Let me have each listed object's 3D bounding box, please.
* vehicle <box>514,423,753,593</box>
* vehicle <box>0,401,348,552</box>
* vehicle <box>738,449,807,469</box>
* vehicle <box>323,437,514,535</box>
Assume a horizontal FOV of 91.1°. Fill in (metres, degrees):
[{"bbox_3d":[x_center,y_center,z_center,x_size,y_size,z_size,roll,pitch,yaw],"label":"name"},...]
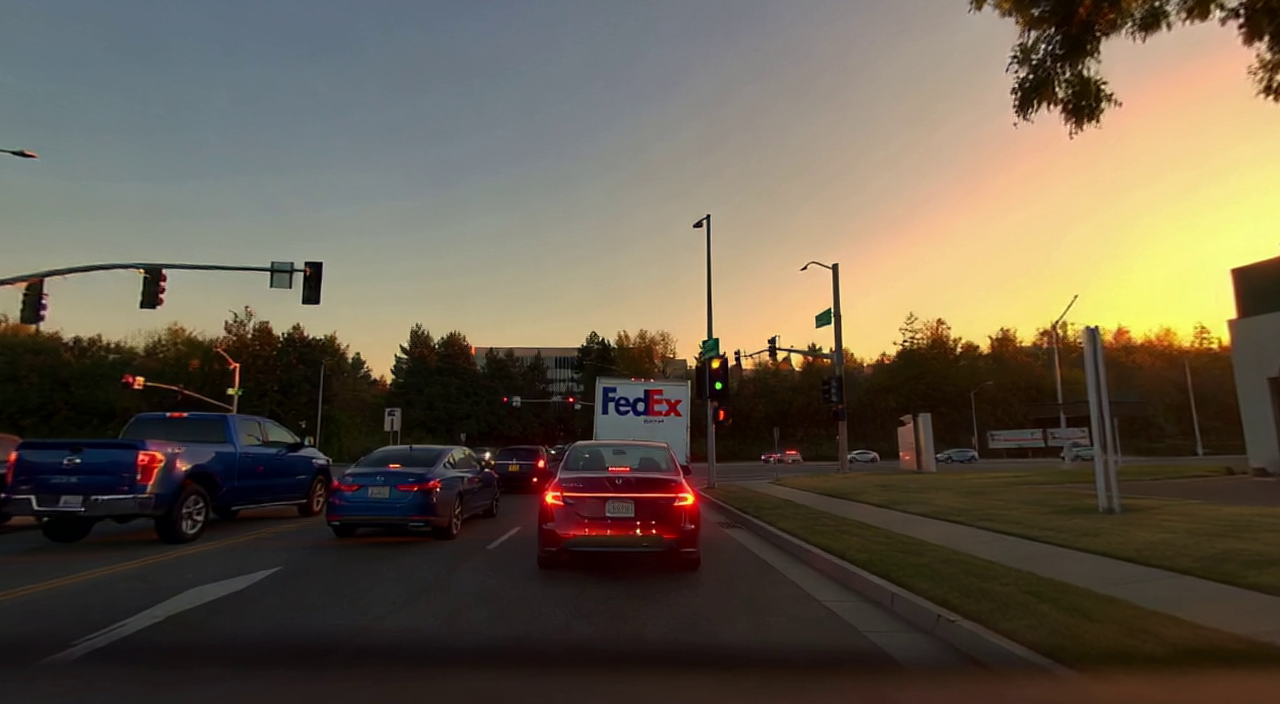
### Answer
[{"bbox_3d":[-0.048,1.732,7.859,2.145,1.513,4.269,0,-9,0],"label":"vehicle"},{"bbox_3d":[-7.294,1.981,10.737,2.125,1.893,5.498,0,-9,-2],"label":"vehicle"},{"bbox_3d":[10.247,8.290,48.657,4.841,1.494,1.829,1,-9,-5],"label":"vehicle"},{"bbox_3d":[-3.873,2.401,11.940,1.949,1.487,4.390,0,-9,1],"label":"vehicle"}]
